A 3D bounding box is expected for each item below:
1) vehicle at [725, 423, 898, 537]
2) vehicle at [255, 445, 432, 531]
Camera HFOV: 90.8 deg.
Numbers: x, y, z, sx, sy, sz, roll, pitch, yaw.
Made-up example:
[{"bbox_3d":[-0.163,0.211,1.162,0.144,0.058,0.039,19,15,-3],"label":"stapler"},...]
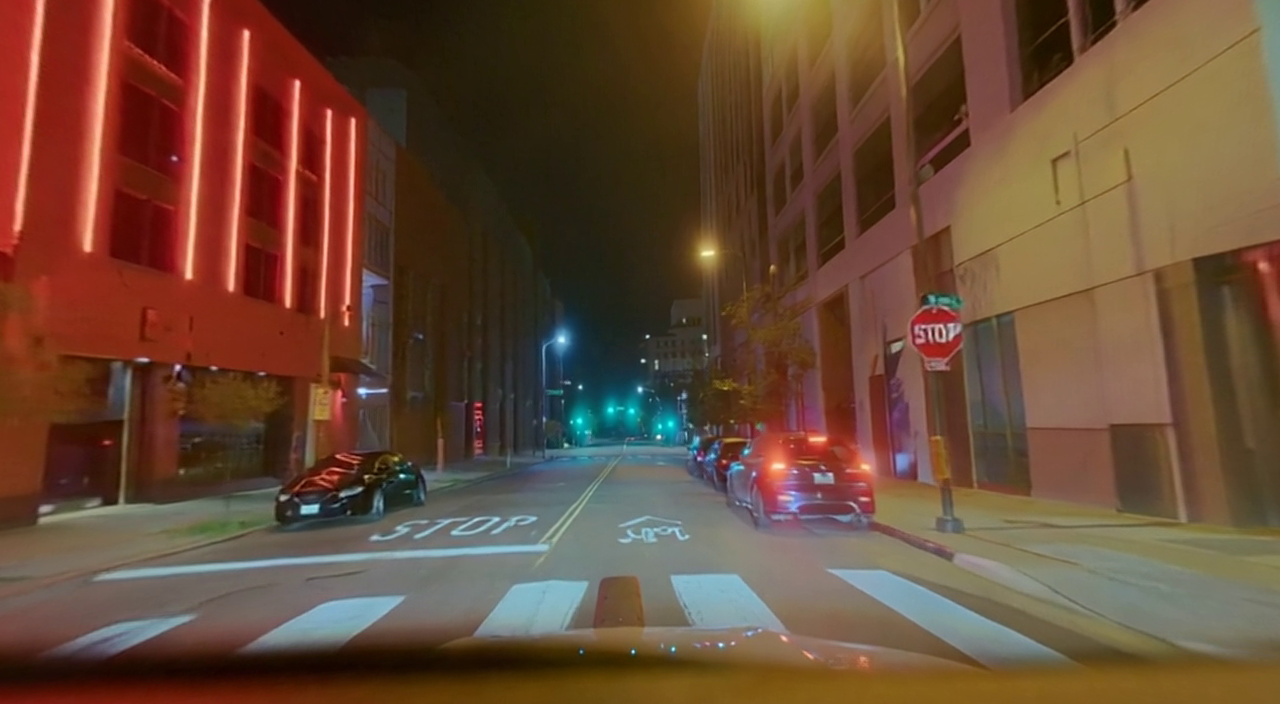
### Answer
[{"bbox_3d":[2.853,2.232,11.682,1.917,1.680,4.500,0,-8,0],"label":"vehicle"},{"bbox_3d":[-5.765,2.636,12.877,1.864,1.447,3.887,0,-8,-3],"label":"vehicle"}]
